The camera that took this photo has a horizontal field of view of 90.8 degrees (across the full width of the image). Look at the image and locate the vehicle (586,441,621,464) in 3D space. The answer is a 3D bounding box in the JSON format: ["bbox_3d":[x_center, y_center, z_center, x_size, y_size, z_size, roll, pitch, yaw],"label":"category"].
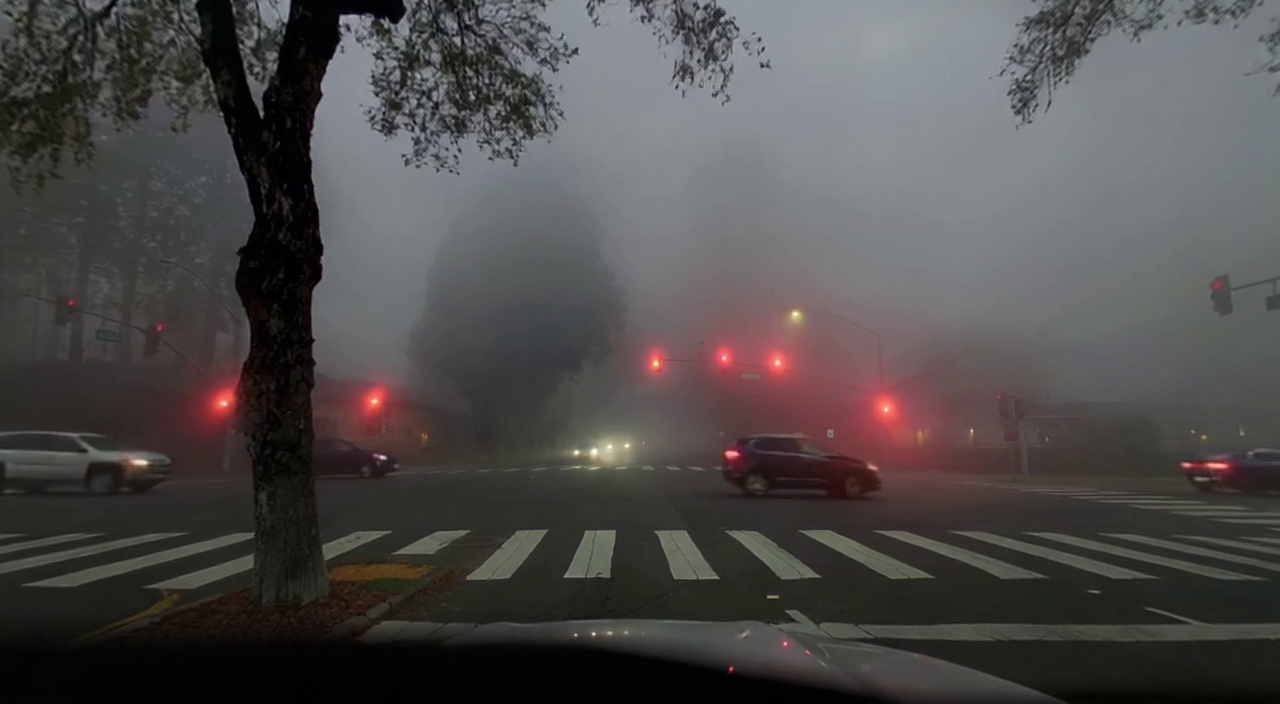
[{"bbox_3d":[-2.402,6.710,42.266,2.046,1.491,4.118,0,-9,0],"label":"vehicle"}]

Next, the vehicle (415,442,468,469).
[{"bbox_3d":[-13.930,7.262,44.693,2.065,1.775,4.667,0,-9,3],"label":"vehicle"}]

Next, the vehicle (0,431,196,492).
[{"bbox_3d":[-17.212,3.347,19.512,5.403,1.759,2.040,0,-8,0],"label":"vehicle"}]

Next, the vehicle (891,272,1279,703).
[{"bbox_3d":[2.719,0.711,1.721,2.085,1.800,4.908,0,-9,1],"label":"vehicle"}]

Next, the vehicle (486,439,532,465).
[{"bbox_3d":[-8.932,6.866,43.643,2.028,1.654,5.027,0,-9,1],"label":"vehicle"}]

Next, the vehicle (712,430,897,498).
[{"bbox_3d":[4.232,2.952,16.846,4.332,1.682,2.025,0,-9,-2],"label":"vehicle"}]

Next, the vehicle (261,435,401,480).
[{"bbox_3d":[-11.855,4.086,24.618,4.532,1.633,2.130,2,-9,-16],"label":"vehicle"}]
